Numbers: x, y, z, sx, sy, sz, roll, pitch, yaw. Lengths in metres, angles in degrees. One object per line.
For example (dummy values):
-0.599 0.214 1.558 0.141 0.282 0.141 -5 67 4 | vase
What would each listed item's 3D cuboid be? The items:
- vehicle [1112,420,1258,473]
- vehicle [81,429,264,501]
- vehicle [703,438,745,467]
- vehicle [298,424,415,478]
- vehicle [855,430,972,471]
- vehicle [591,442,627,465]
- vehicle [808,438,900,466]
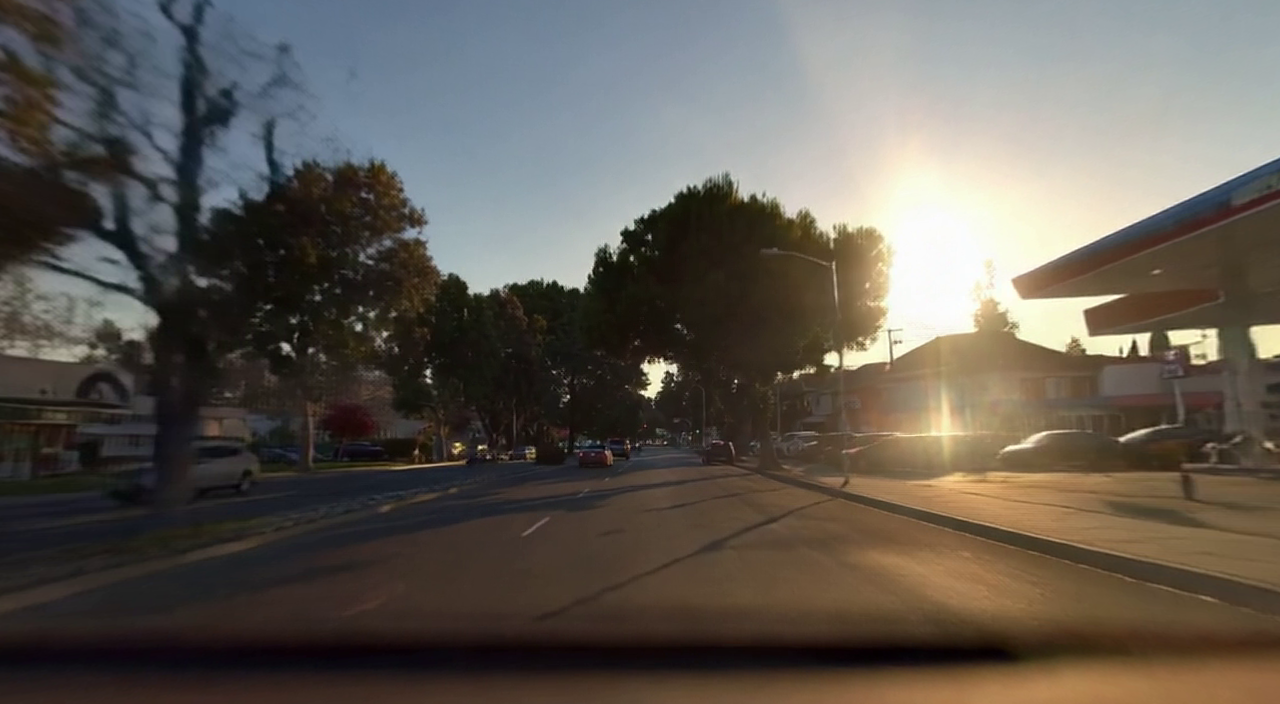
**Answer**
21.345 3.767 24.994 2.060 1.865 4.542 -1 -9 7 | vehicle
-14.564 3.533 20.096 2.060 2.017 4.660 -1 -9 2 | vehicle
5.289 6.404 40.201 2.179 1.709 4.512 0 -9 2 | vehicle
-18.227 6.475 41.512 2.953 3.076 9.336 -1 -9 3 | vehicle
12.509 4.532 29.039 4.454 1.776 1.891 0 -9 1 | vehicle
-1.945 6.582 40.869 1.959 1.406 4.272 0 -9 2 | vehicle
11.695 5.493 34.661 4.328 1.455 1.884 0 -9 2 | vehicle
